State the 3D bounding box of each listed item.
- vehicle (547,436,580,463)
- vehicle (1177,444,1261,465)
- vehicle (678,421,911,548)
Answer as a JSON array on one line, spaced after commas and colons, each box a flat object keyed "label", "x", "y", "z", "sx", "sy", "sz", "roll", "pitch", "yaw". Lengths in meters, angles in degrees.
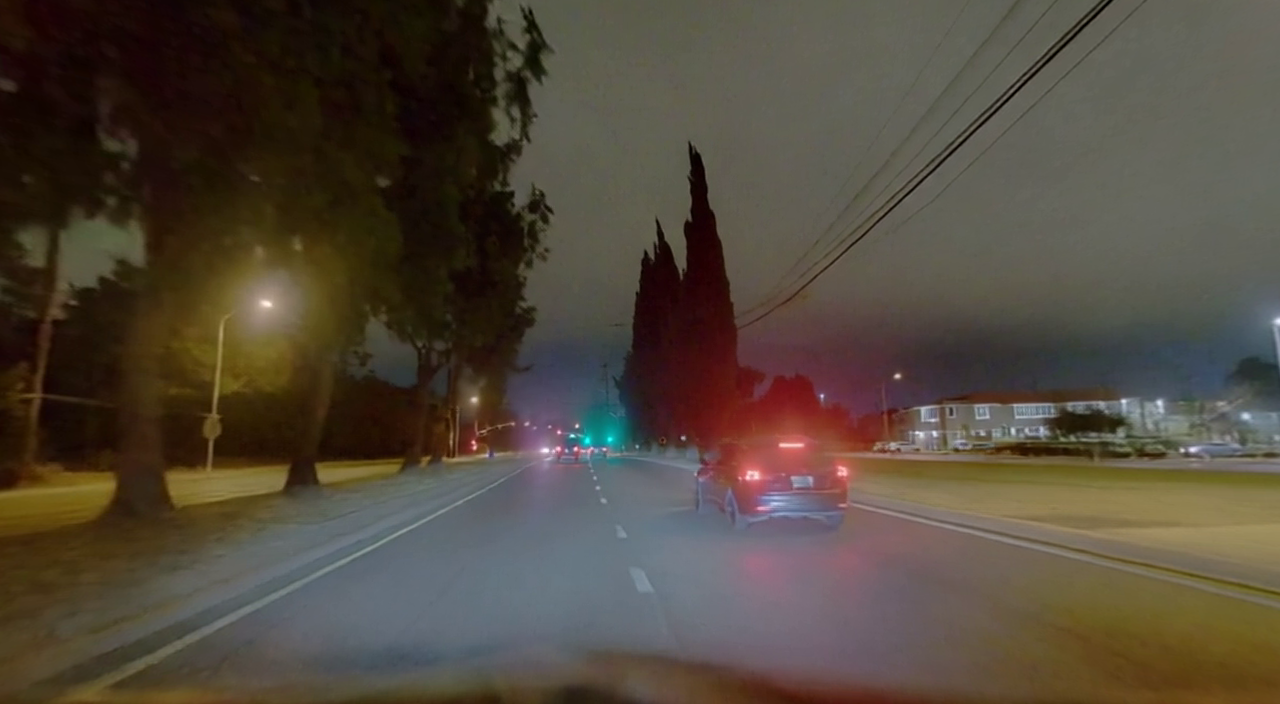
[{"label": "vehicle", "x": -5.384, "y": 6.921, "z": 44.755, "sx": 2.189, "sy": 1.776, "sz": 4.342, "roll": 1, "pitch": -8, "yaw": -6}, {"label": "vehicle", "x": 44.394, "y": 7.831, "z": 48.401, "sx": 1.787, "sy": 1.503, "sz": 4.608, "roll": 1, "pitch": -8, "yaw": -4}, {"label": "vehicle", "x": 2.144, "y": 2.055, "z": 10.554, "sx": 2.235, "sy": 1.597, "sz": 4.918, "roll": 1, "pitch": -8, "yaw": -6}]
